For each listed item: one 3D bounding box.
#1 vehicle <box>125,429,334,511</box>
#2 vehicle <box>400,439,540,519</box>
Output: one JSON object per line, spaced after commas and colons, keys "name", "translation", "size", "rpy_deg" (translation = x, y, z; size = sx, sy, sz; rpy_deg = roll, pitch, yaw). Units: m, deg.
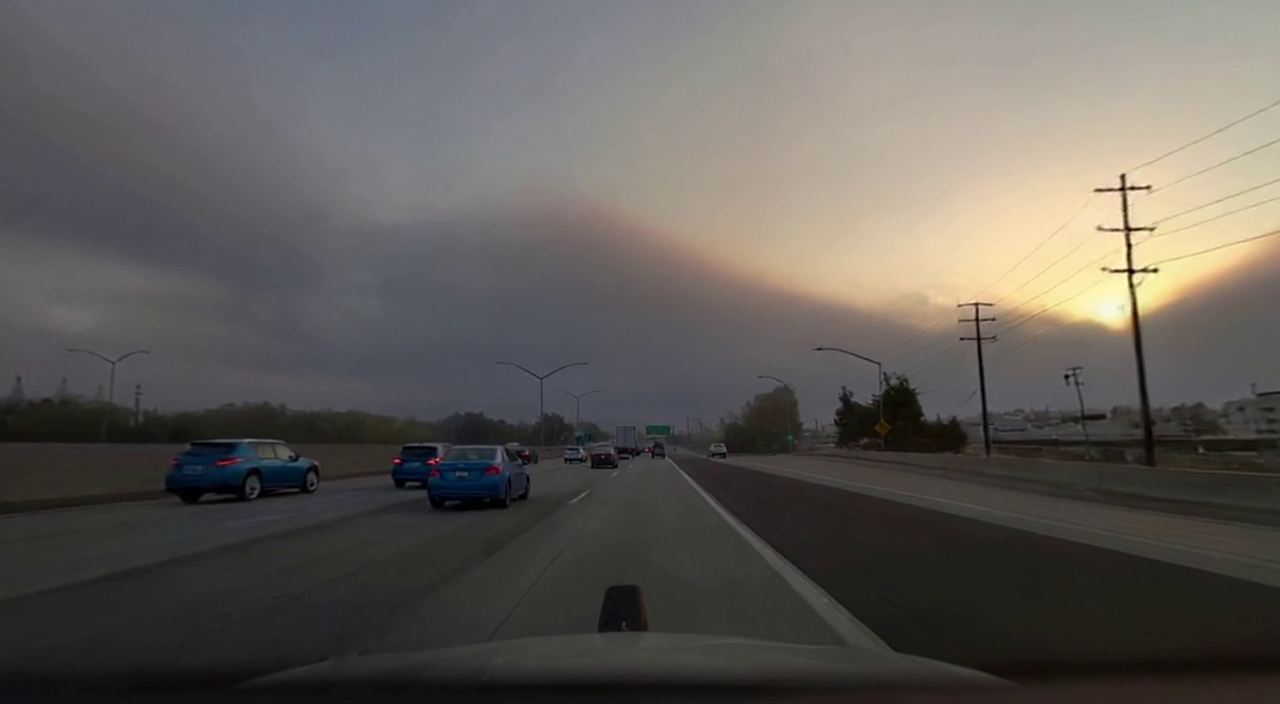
{"name": "vehicle", "translation": [-10.427, 3.019, 16.673], "size": [2.044, 1.810, 5.016], "rpy_deg": [0, -8, 2]}
{"name": "vehicle", "translation": [-3.541, 2.693, 13.912], "size": [1.953, 1.511, 3.704], "rpy_deg": [0, -8, 2]}
